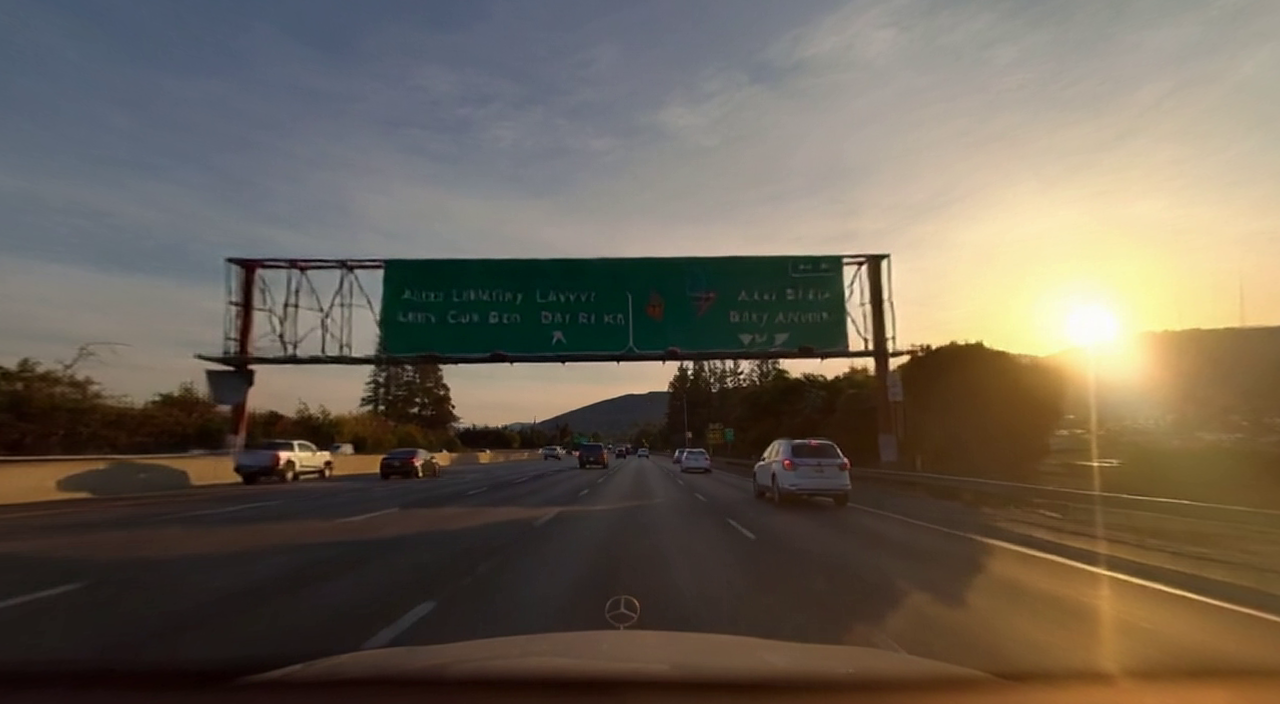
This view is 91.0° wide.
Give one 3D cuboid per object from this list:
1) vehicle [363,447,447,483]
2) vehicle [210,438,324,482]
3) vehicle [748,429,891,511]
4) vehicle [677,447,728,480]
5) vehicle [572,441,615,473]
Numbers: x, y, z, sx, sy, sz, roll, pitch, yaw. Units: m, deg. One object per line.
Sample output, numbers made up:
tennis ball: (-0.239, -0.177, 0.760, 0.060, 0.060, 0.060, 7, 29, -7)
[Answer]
vehicle: (-10.461, 5.061, 28.473, 1.974, 1.472, 4.684, 0, -9, 0)
vehicle: (-16.858, 4.882, 28.858, 2.181, 1.819, 4.830, 0, -9, 1)
vehicle: (4.321, 2.939, 16.178, 2.218, 1.776, 4.807, 0, -9, 0)
vehicle: (3.051, 5.536, 31.520, 2.126, 1.529, 4.438, 0, -9, 1)
vehicle: (-2.967, 6.866, 41.383, 2.449, 1.929, 5.503, 0, -9, 0)
